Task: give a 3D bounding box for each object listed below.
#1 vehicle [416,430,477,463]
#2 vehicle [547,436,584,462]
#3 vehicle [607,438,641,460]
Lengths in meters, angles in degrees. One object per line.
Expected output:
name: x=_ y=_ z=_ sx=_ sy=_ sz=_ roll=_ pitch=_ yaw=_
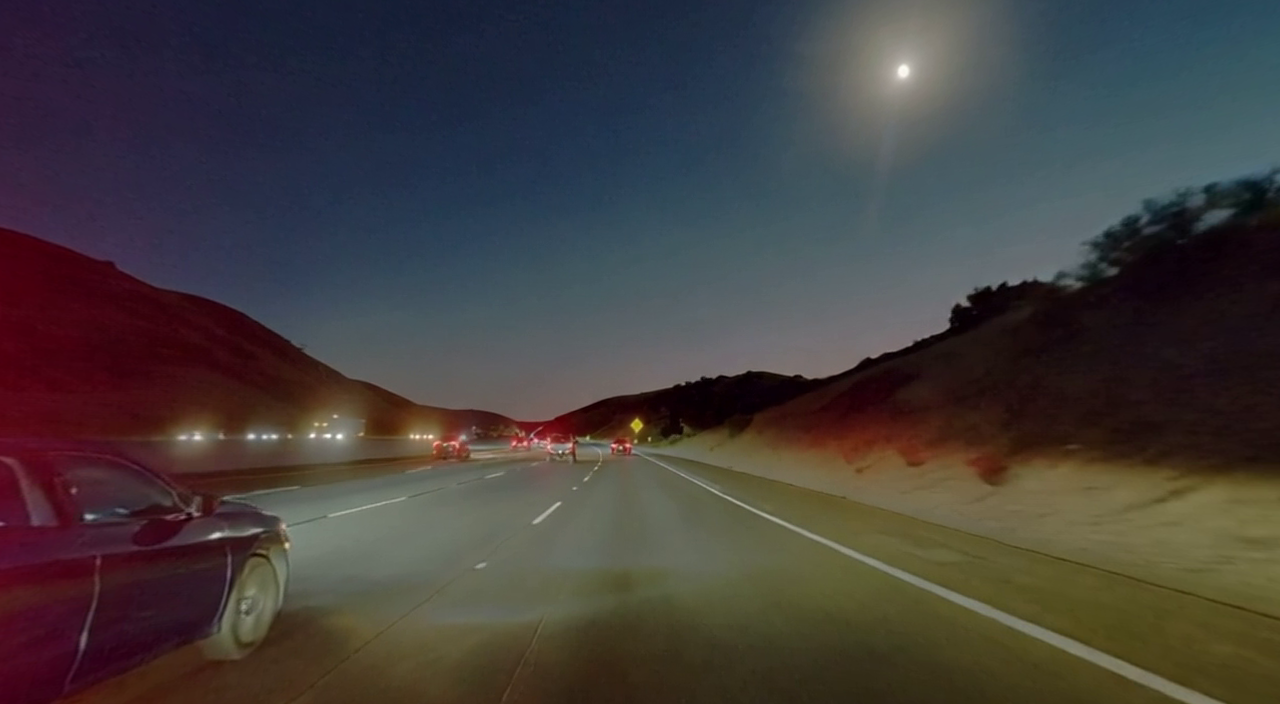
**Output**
vehicle: x=-11.951 y=5.881 z=39.253 sx=2.219 sy=1.923 sz=4.985 roll=0 pitch=-8 yaw=-1
vehicle: x=-4.931 y=6.497 z=42.124 sx=2.060 sy=1.631 sz=4.214 roll=0 pitch=-8 yaw=-1
vehicle: x=-1.191 y=7.252 z=47.245 sx=2.421 sy=1.594 sz=4.248 roll=0 pitch=-8 yaw=-2
